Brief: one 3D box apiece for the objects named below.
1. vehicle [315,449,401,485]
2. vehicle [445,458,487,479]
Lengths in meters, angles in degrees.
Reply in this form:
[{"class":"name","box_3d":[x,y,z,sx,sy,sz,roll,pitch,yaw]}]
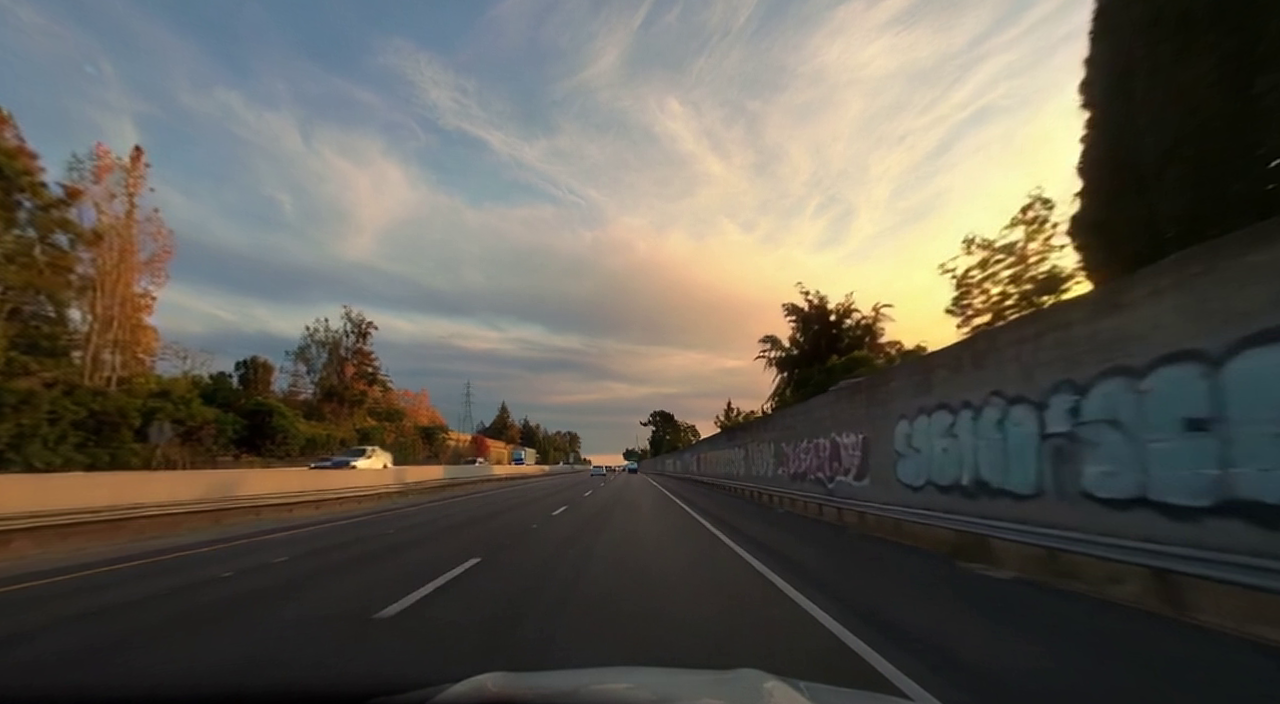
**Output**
[{"class":"vehicle","box_3d":[-14.075,5.801,31.801,2.067,1.613,4.843,1,-11,0]},{"class":"vehicle","box_3d":[-13.557,9.149,49.400,2.015,1.496,4.666,1,-11,0]}]
